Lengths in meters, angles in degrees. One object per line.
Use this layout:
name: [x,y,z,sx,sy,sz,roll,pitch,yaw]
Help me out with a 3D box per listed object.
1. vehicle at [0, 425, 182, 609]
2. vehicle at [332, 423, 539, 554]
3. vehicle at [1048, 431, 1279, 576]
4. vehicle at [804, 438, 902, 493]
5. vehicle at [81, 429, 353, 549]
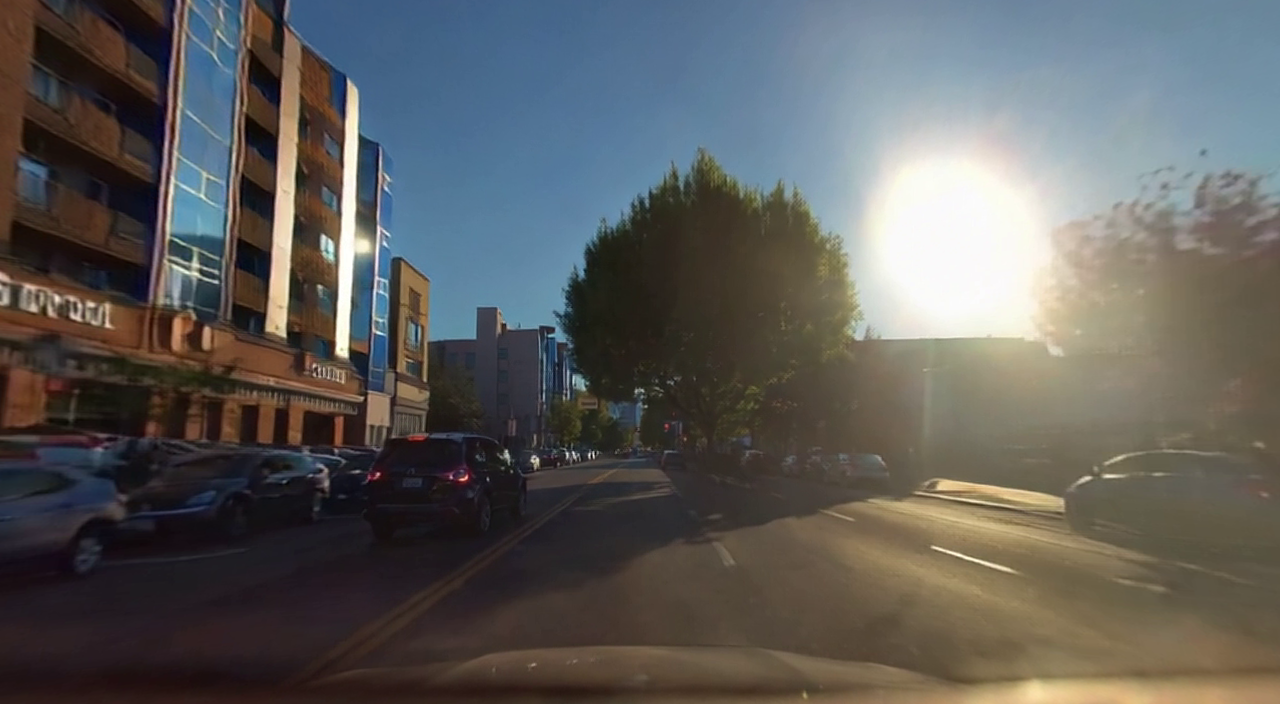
vehicle: [-7.014,1.546,5.845,1.860,1.723,4.950,0,-8,-1]
vehicle: [-3.133,2.170,10.822,2.002,1.756,4.366,0,-8,1]
vehicle: [9.279,2.303,10.120,2.167,1.839,4.970,4,-8,0]
vehicle: [9.121,4.884,27.728,2.249,2.117,5.743,0,-8,0]
vehicle: [-7.103,2.370,11.304,1.880,1.713,4.172,0,-10,1]
